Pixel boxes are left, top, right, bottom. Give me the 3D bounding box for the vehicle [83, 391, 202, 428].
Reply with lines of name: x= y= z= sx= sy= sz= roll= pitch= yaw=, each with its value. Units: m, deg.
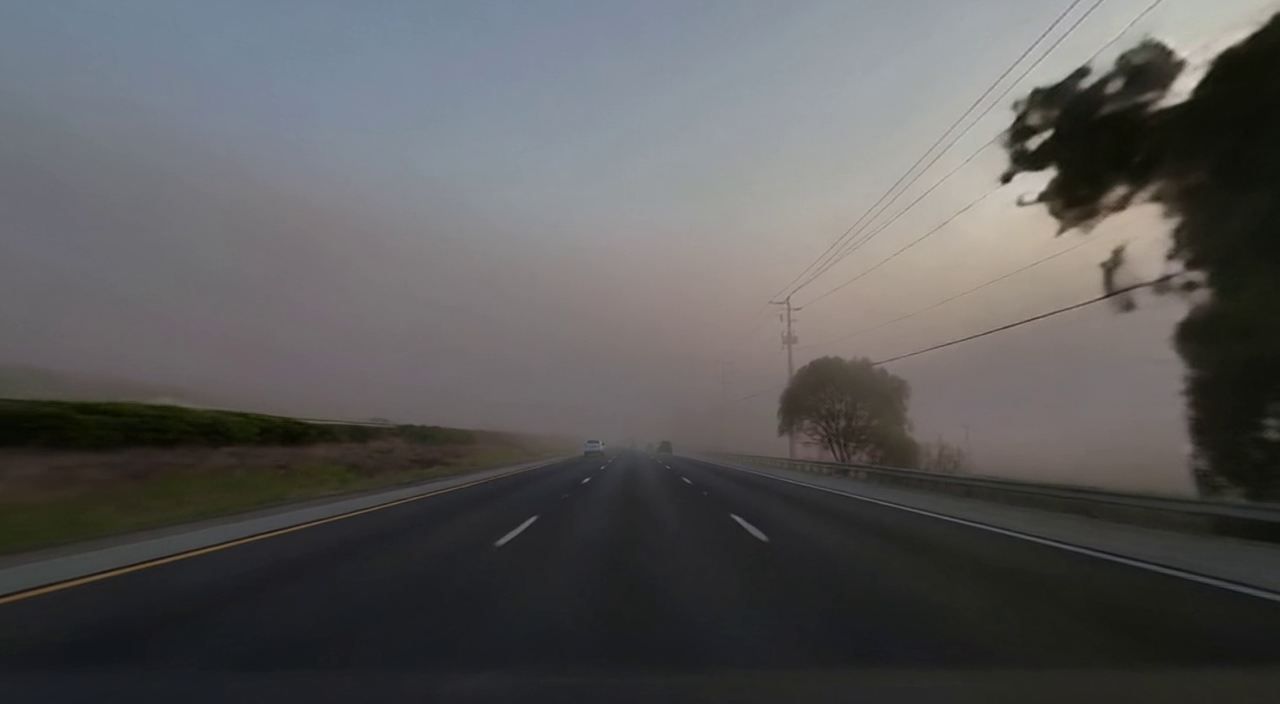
vehicle: x=-24.944 y=2.955 z=31.953 sx=2.013 sy=1.582 sz=4.900 roll=0 pitch=-8 yaw=0
